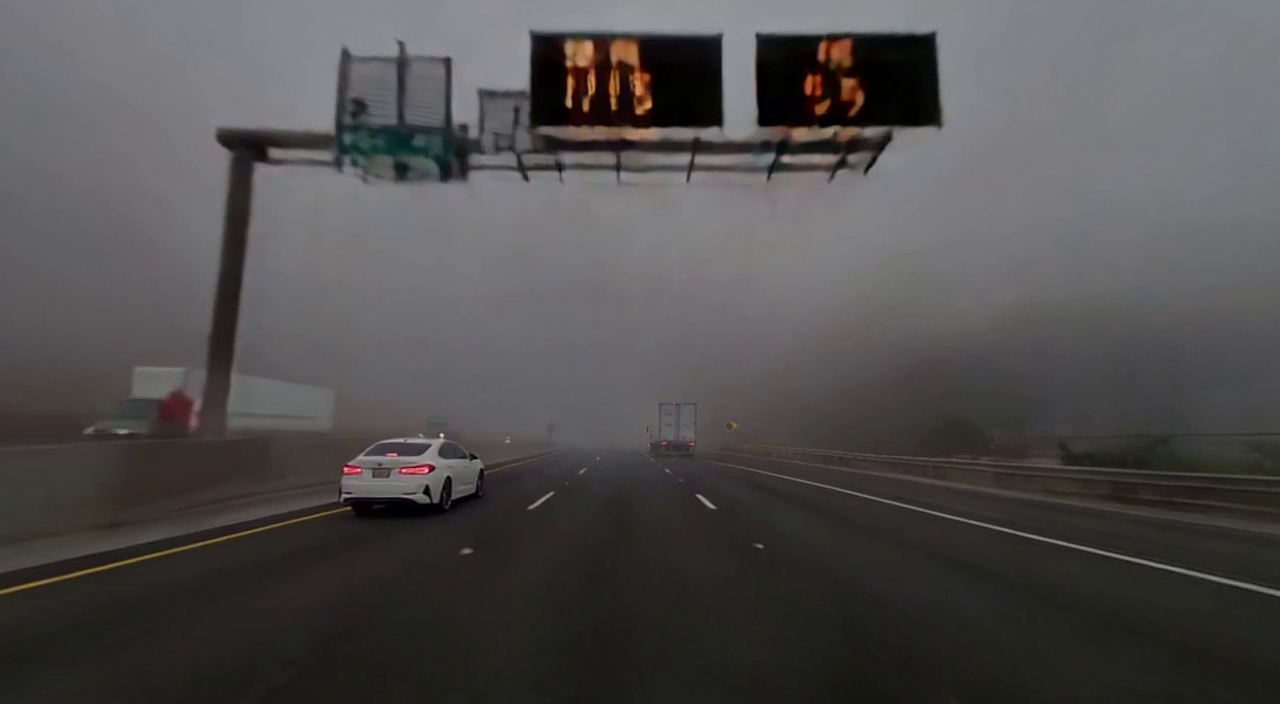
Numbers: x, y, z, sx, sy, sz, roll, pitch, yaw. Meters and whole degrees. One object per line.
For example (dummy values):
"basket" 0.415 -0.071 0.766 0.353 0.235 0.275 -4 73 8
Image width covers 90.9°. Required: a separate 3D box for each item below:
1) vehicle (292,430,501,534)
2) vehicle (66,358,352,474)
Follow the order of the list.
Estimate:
"vehicle" -3.914 2.129 11.098 1.971 1.444 4.401 0 -8 -1
"vehicle" -20.296 3.581 32.660 2.959 4.394 17.543 0 -8 -1
